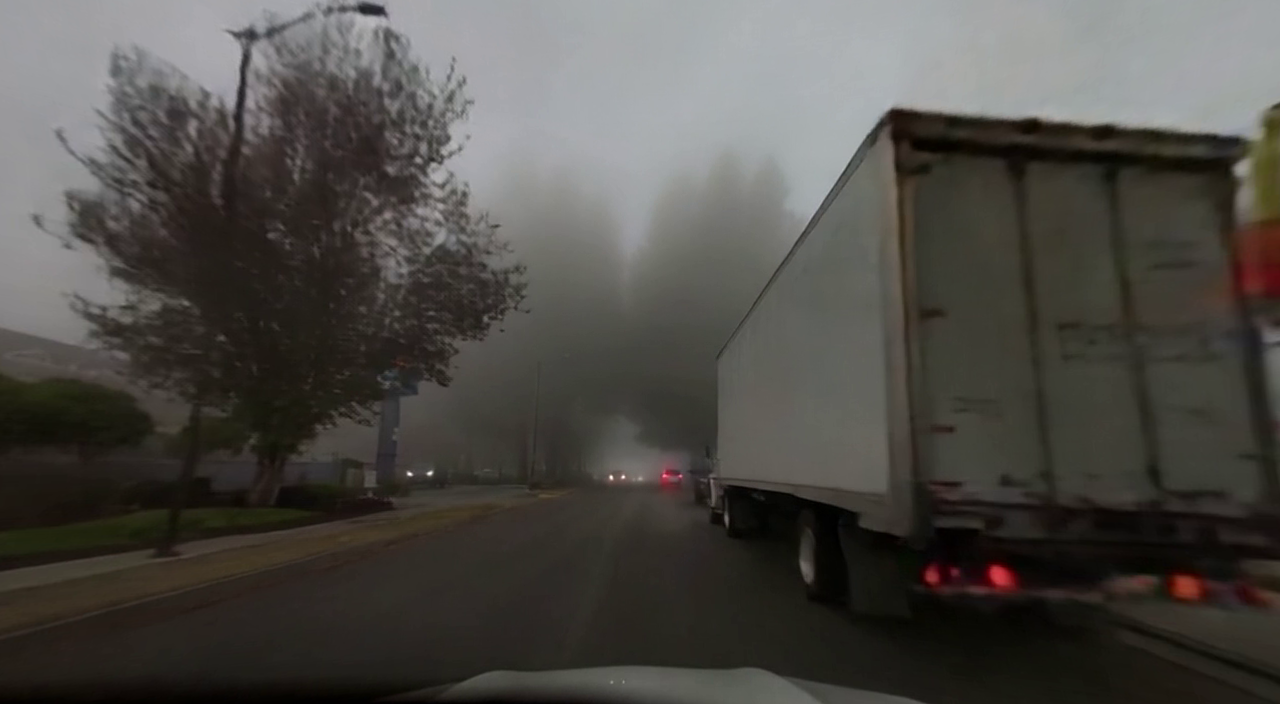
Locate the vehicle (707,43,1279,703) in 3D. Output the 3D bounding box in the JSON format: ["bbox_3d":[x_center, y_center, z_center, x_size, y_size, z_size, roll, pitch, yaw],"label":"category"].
[{"bbox_3d":[3.415,1.377,10.432,2.990,4.098,13.928,1,-11,0],"label":"vehicle"}]
